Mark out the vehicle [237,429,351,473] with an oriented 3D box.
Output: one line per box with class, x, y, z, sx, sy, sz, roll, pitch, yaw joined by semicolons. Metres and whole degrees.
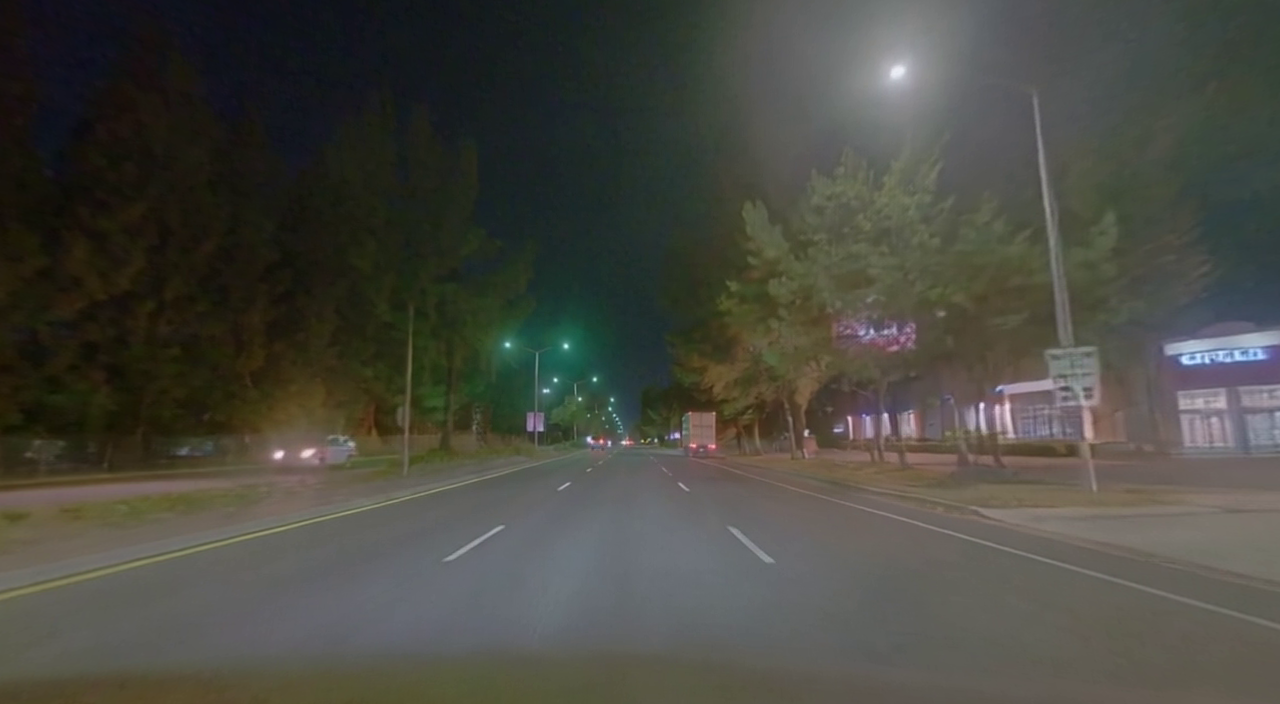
vehicle;-12.582;3.635;23.310;1.887;1.447;4.031;0;-8;0
